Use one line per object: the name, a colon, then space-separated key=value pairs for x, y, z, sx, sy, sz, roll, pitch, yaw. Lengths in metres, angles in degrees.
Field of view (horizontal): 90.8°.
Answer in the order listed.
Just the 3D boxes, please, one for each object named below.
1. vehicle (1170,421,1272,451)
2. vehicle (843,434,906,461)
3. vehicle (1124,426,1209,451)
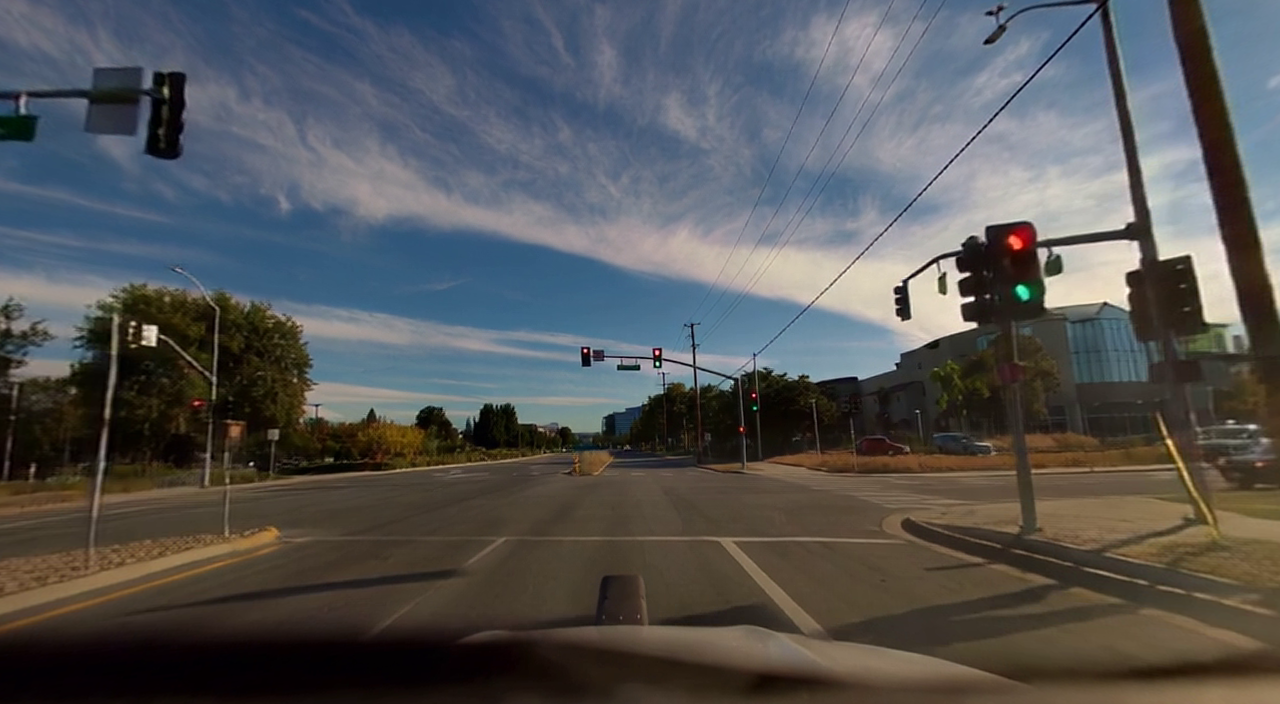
vehicle: x=37.135 y=5.448 z=40.553 sx=1.916 sy=1.619 sz=4.524 roll=-4 pitch=-9 yaw=-4
vehicle: x=14.996 y=6.156 z=40.722 sx=1.959 sy=1.471 sz=4.570 roll=-4 pitch=-9 yaw=-4
vehicle: x=34.142 y=5.677 z=41.092 sx=1.832 sy=1.521 sz=4.266 roll=0 pitch=-9 yaw=0
